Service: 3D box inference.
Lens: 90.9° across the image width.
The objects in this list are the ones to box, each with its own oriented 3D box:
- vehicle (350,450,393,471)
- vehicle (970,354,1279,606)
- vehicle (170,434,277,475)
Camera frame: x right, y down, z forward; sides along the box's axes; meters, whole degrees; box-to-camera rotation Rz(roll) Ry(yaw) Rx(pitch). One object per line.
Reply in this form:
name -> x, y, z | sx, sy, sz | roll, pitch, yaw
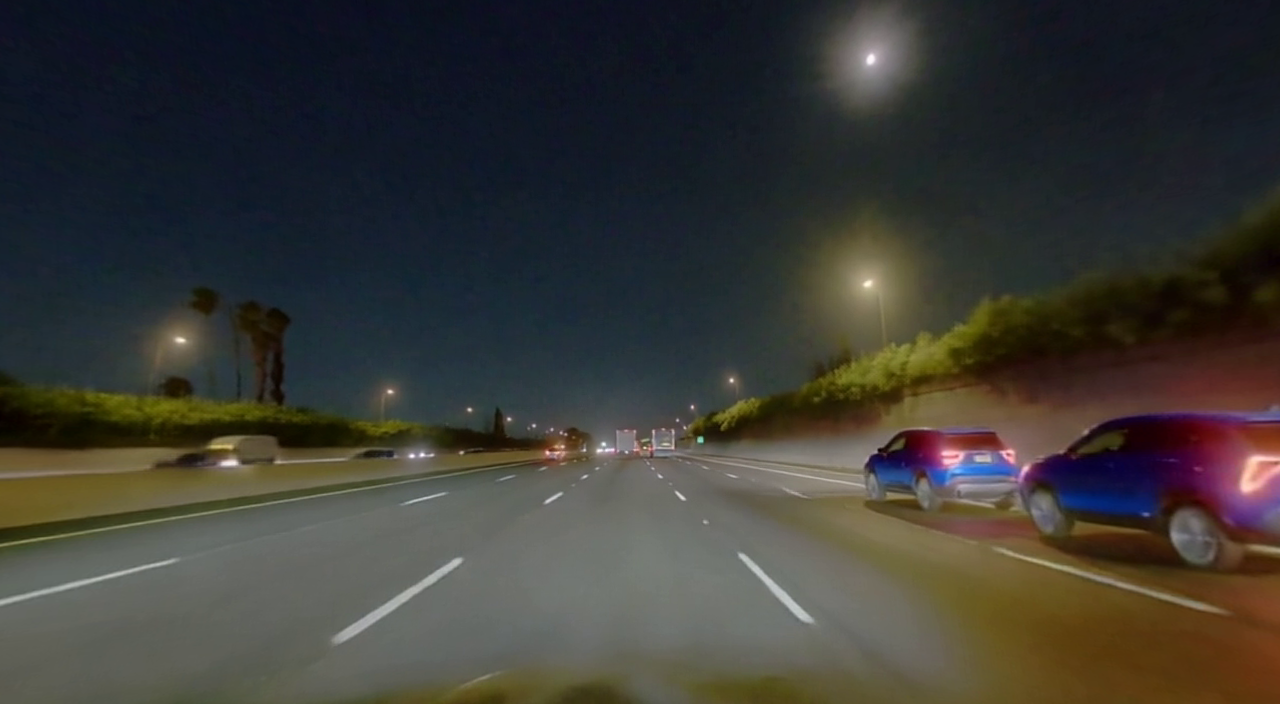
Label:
vehicle -> -18.668, 7.526, 43.960 | 1.523, 1.372, 3.385 | 0, -8, 0
vehicle -> 6.804, 1.473, 7.986 | 2.408, 2.210, 4.999 | 0, -8, -1
vehicle -> -25.786, 6.374, 39.481 | 2.182, 2.322, 6.593 | 0, -8, 0
